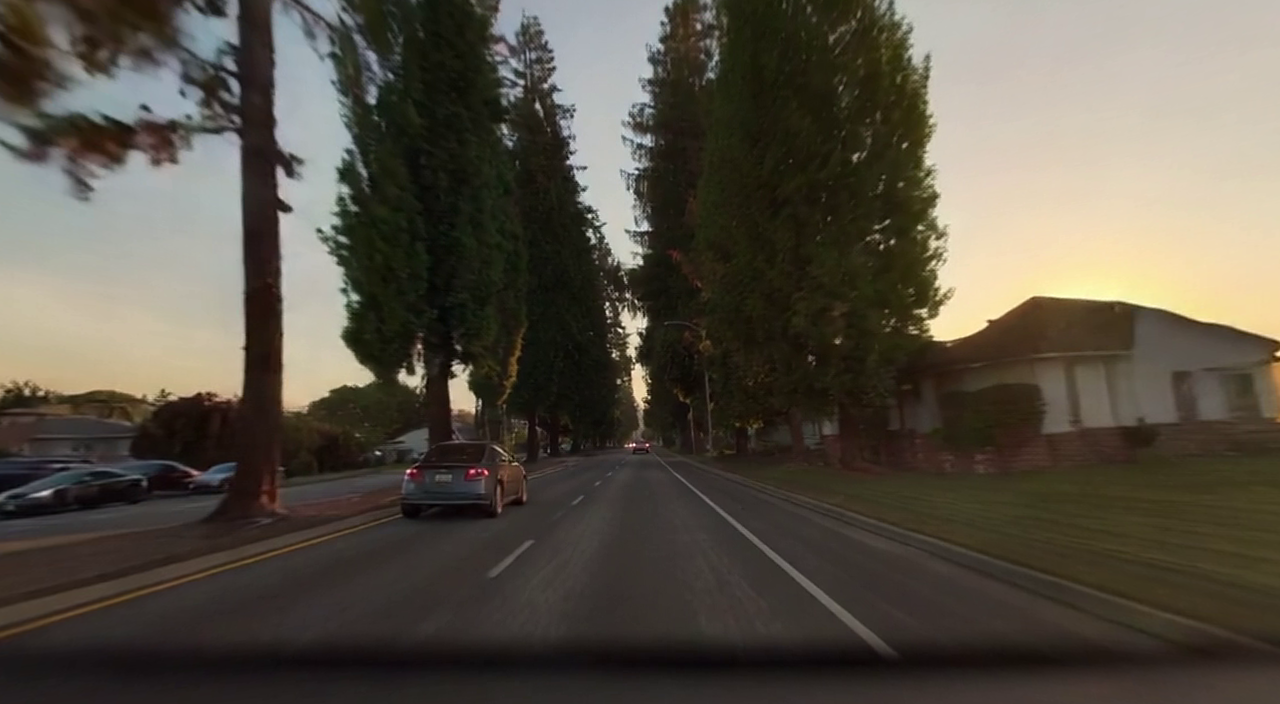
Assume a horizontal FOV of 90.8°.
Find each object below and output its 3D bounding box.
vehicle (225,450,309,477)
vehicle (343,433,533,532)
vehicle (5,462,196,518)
[{"bbox_3d":[-25.636,7.649,43.509,4.444,1.801,2.058,0,-8,-2],"label":"vehicle"},{"bbox_3d":[-3.491,2.353,12.107,2.020,1.478,4.890,0,-8,0],"label":"vehicle"},{"bbox_3d":[-17.499,4.462,20.924,2.101,1.503,4.778,0,-8,0],"label":"vehicle"}]
